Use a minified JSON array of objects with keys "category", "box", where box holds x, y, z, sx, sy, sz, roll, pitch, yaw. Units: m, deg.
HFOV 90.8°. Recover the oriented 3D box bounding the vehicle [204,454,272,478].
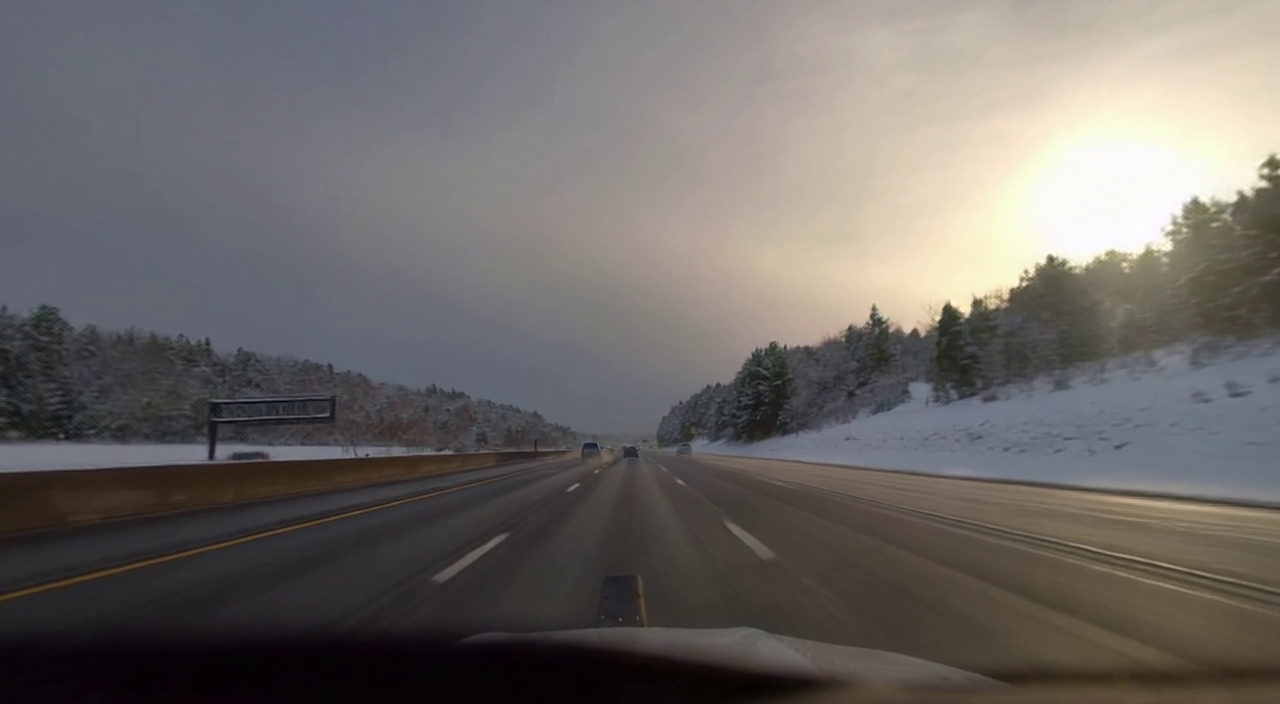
[{"category":"vehicle","box":[-29.009,8.206,45.777,1.904,1.613,4.660,0,-9,-1]}]
